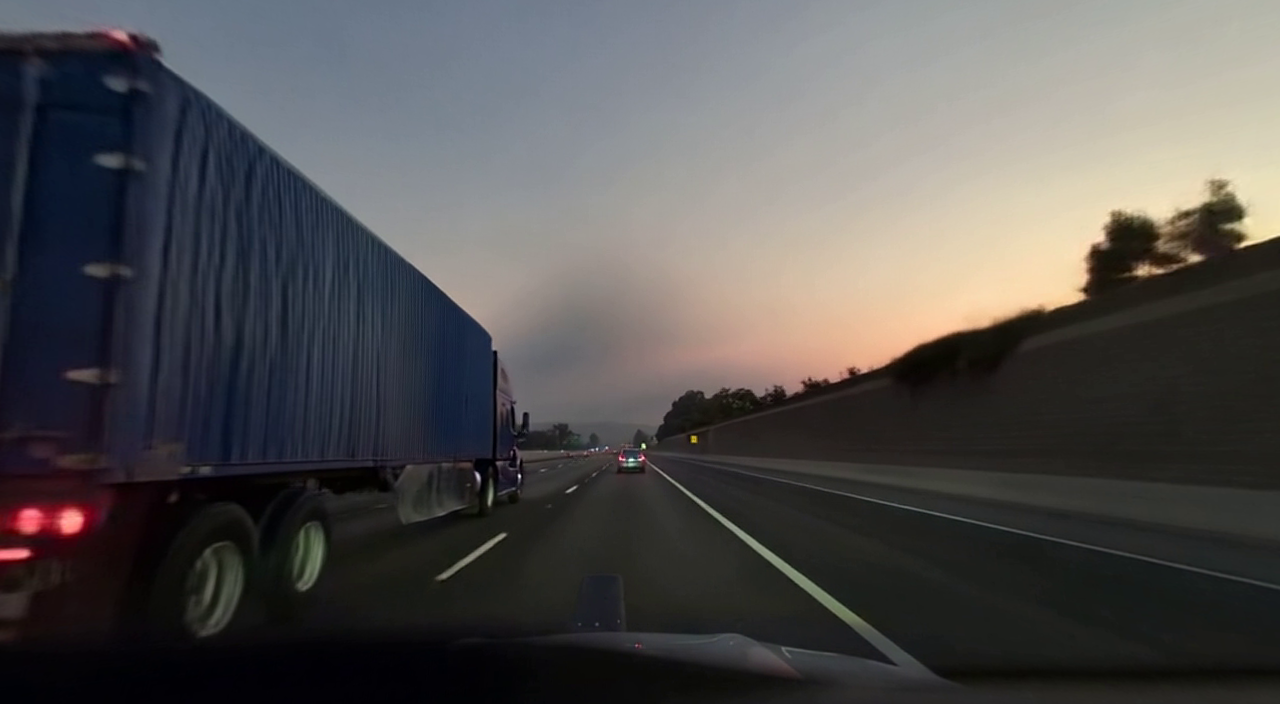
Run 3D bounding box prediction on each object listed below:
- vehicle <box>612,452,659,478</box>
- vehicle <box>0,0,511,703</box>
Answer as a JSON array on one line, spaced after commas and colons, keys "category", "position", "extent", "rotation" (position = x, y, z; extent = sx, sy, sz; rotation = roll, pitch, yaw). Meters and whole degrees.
[{"category": "vehicle", "position": [-0.259, 6.260, 35.082], "extent": [2.398, 1.336, 5.698], "rotation": [0, -9, -1]}, {"category": "vehicle", "position": [-3.977, 0.200, 5.189], "extent": [2.914, 4.039, 14.493], "rotation": [0, -9, -1]}]
